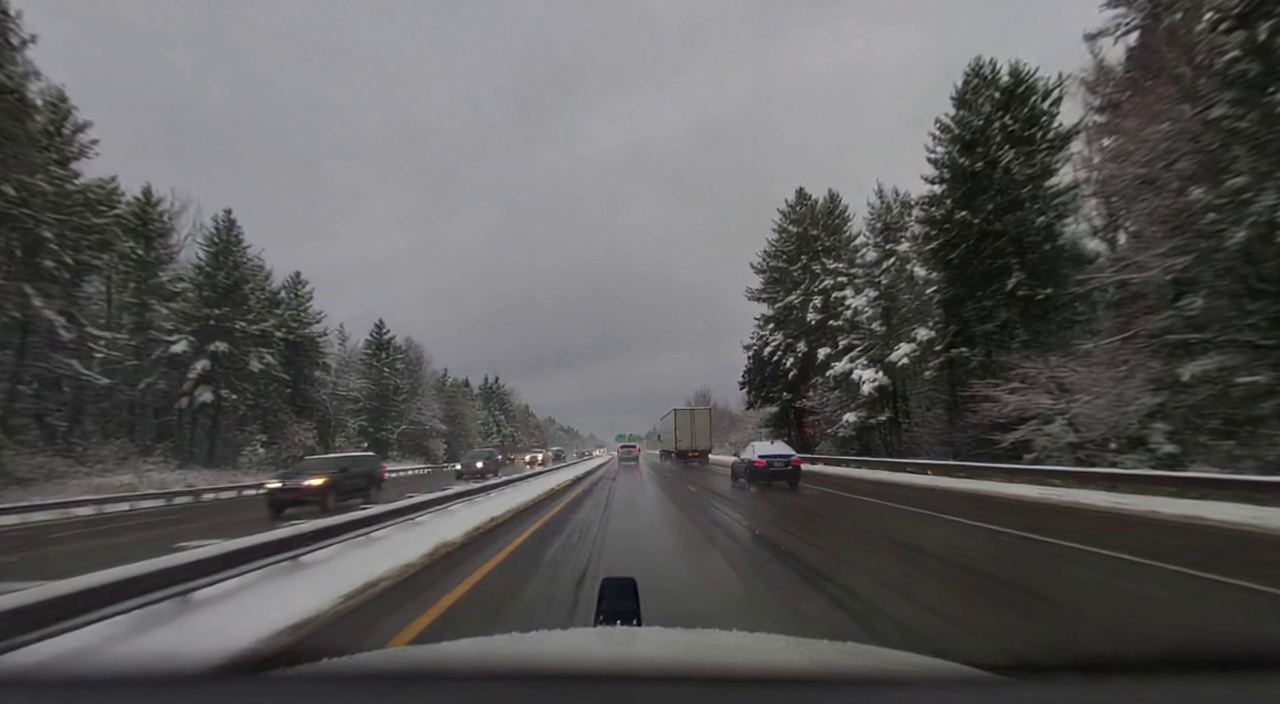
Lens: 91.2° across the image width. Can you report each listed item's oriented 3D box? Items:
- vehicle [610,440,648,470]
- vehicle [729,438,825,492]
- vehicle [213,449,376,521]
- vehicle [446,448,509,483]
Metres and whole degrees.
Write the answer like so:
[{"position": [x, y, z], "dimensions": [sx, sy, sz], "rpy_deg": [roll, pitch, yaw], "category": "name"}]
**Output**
[{"position": [-0.679, 6.358, 38.665], "dimensions": [2.168, 1.705, 4.272], "rpy_deg": [0, -9, -1], "category": "vehicle"}, {"position": [4.239, 3.579, 20.127], "dimensions": [1.997, 1.504, 4.236], "rpy_deg": [0, -9, -2], "category": "vehicle"}, {"position": [-9.121, 3.490, 17.054], "dimensions": [1.983, 1.658, 4.280], "rpy_deg": [-1, -9, 0], "category": "vehicle"}, {"position": [-8.161, 5.711, 31.806], "dimensions": [2.023, 1.636, 4.274], "rpy_deg": [-1, -9, 0], "category": "vehicle"}]
